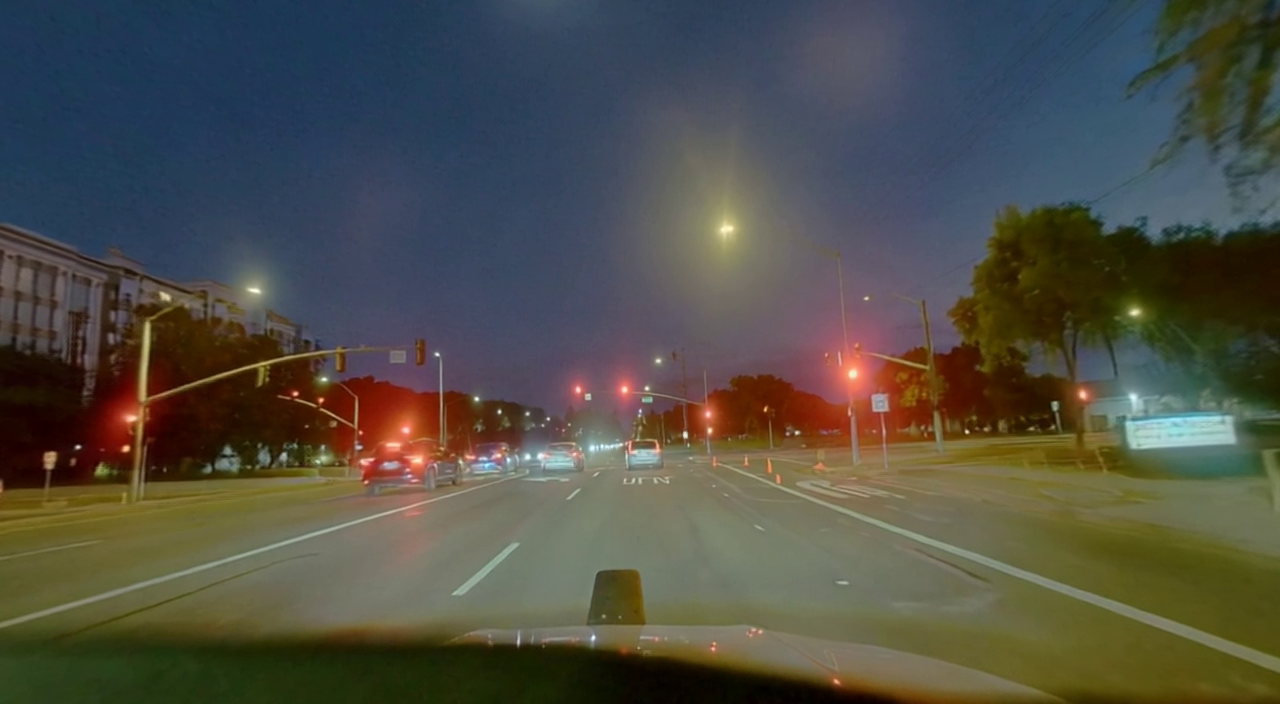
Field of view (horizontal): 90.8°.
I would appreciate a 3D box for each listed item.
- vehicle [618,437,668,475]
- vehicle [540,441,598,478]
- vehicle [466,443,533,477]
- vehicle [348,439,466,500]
[{"bbox_3d":[0.142,4.453,27.255,1.985,1.521,3.968,0,-8,1],"label":"vehicle"},{"bbox_3d":[-2.923,4.540,26.918,1.946,1.437,4.154,0,-8,1],"label":"vehicle"},{"bbox_3d":[-6.467,4.996,29.549,2.074,1.447,4.224,0,-8,2],"label":"vehicle"},{"bbox_3d":[-6.704,3.408,18.706,1.869,1.570,4.064,0,-8,1],"label":"vehicle"}]
